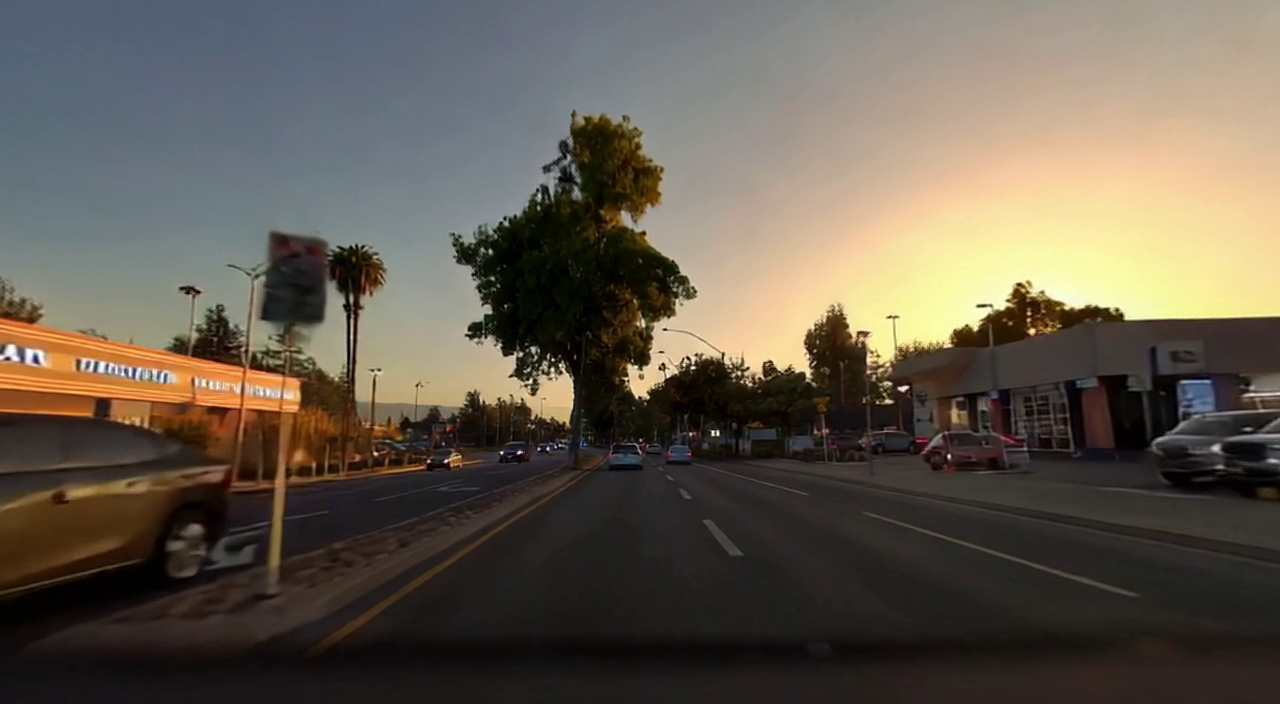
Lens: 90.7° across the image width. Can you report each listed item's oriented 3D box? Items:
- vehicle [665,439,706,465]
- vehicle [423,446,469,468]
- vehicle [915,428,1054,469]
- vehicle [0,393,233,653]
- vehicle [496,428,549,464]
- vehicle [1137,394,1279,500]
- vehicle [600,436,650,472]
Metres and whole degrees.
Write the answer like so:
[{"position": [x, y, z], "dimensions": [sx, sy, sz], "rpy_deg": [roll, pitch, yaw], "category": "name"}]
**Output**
[{"position": [2.728, 6.099, 38.839], "dimensions": [2.060, 1.471, 4.168], "rpy_deg": [0, -9, -1], "category": "vehicle"}, {"position": [-14.397, 7.802, 47.213], "dimensions": [1.899, 1.500, 4.521], "rpy_deg": [-1, -9, 1], "category": "vehicle"}, {"position": [13.570, 3.815, 25.100], "dimensions": [4.360, 1.523, 1.900], "rpy_deg": [0, -9, -1], "category": "vehicle"}, {"position": [-5.128, 1.110, 4.100], "dimensions": [2.060, 1.643, 4.359], "rpy_deg": [-1, -9, 0], "category": "vehicle"}, {"position": [-8.749, 7.117, 47.853], "dimensions": [2.820, 2.454, 5.993], "rpy_deg": [-1, -9, 0], "category": "vehicle"}, {"position": [13.680, 1.864, 12.650], "dimensions": [5.718, 1.911, 2.088], "rpy_deg": [0, -9, -2], "category": "vehicle"}, {"position": [-0.693, 4.706, 29.459], "dimensions": [2.160, 1.508, 4.319], "rpy_deg": [0, -9, -2], "category": "vehicle"}]
